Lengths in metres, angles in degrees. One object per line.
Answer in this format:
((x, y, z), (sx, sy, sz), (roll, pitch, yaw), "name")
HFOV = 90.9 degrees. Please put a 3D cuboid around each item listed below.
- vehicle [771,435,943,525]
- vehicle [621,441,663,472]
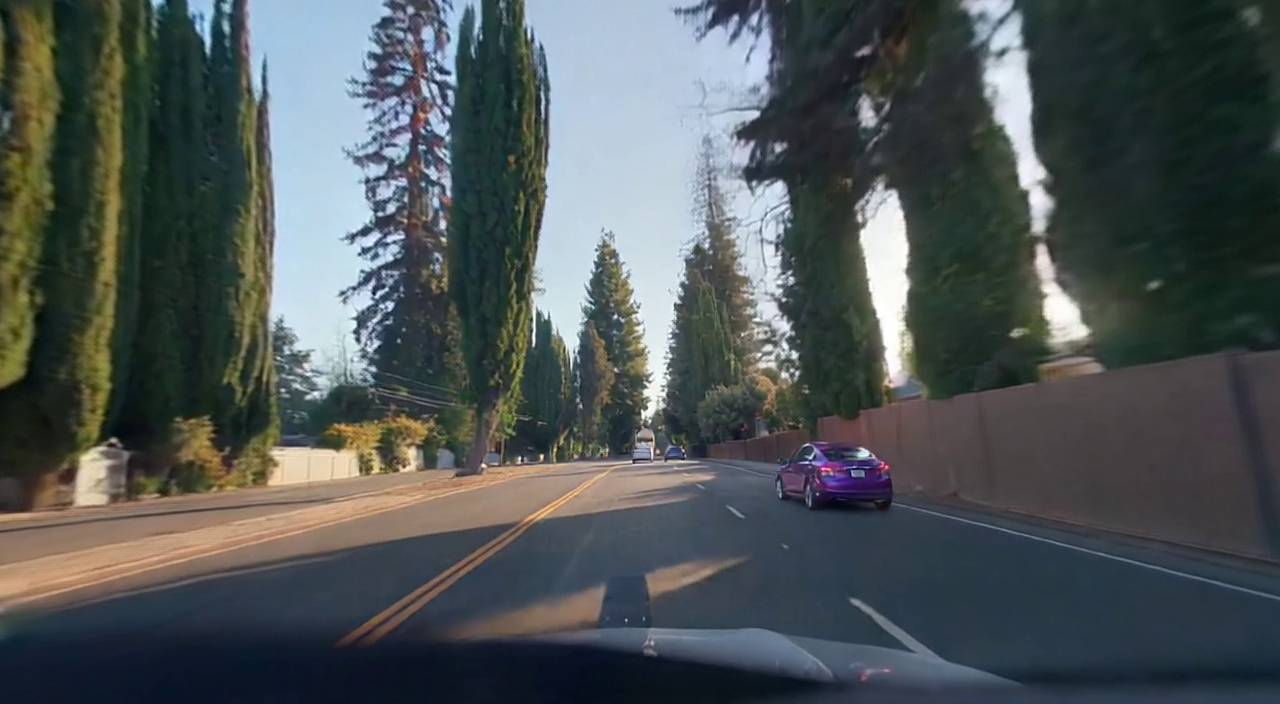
((4.157, 2.476, 12.995), (1.943, 1.471, 4.515), (-1, -8, 0), "vehicle")
((0.152, 5.944, 36.152), (2.206, 1.525, 4.695), (-1, -8, 1), "vehicle")
